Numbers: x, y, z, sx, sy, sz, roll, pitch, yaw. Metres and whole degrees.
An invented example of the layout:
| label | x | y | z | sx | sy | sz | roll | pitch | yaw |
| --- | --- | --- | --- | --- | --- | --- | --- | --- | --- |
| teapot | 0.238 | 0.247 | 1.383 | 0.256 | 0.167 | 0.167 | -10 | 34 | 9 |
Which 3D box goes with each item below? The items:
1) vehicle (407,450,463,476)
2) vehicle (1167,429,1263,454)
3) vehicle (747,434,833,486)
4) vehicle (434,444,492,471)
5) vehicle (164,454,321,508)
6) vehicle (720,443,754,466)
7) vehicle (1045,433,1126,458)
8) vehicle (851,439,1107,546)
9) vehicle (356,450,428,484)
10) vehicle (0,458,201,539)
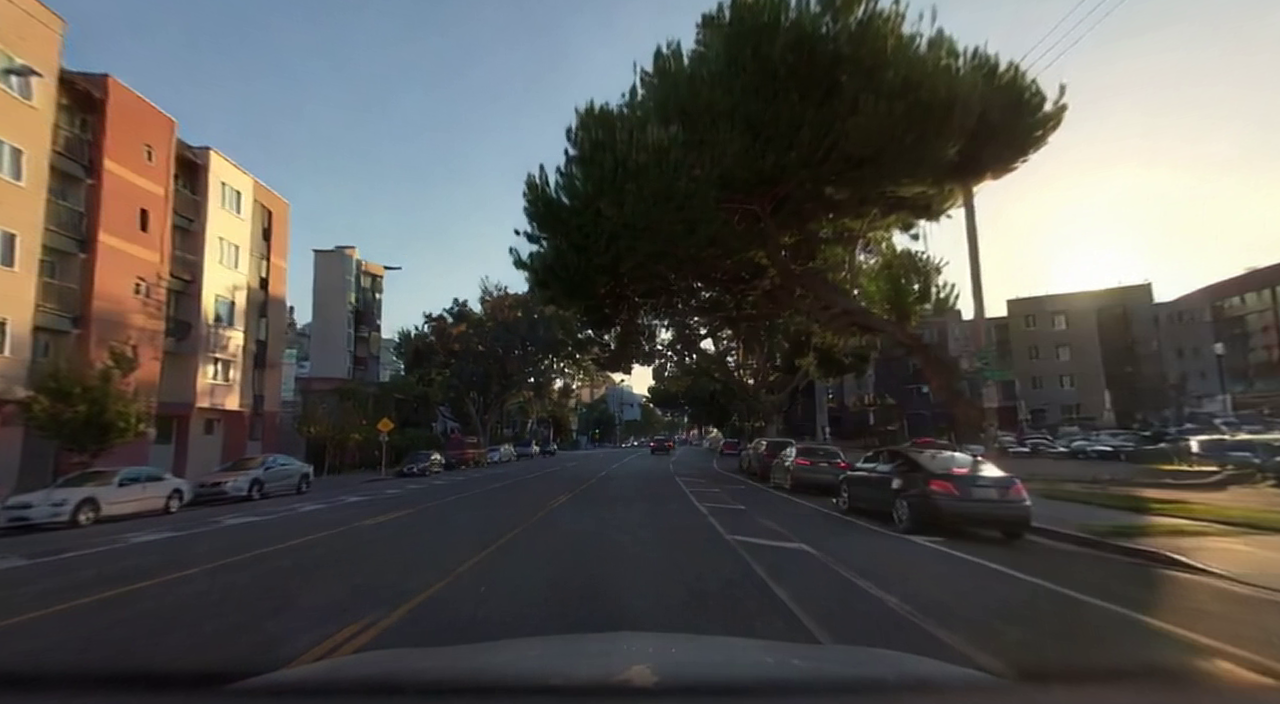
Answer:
| label | x | y | z | sx | sy | sz | roll | pitch | yaw |
| --- | --- | --- | --- | --- | --- | --- | --- | --- | --- |
| vehicle | -12.245 | 6.638 | 38.032 | 1.723 | 1.418 | 4.359 | 0 | -8 | 2 |
| vehicle | 36.708 | 5.754 | 40.490 | 1.780 | 1.479 | 4.556 | 0 | -8 | -1 |
| vehicle | 5.677 | 4.167 | 24.774 | 2.102 | 1.781 | 5.470 | 0 | -8 | 1 |
| vehicle | -12.351 | 7.373 | 44.560 | 2.290 | 1.799 | 5.801 | 0 | -8 | 2 |
| vehicle | -12.579 | 4.083 | 20.440 | 1.889 | 1.461 | 4.608 | 0 | -8 | 3 |
| vehicle | 6.773 | 7.192 | 44.602 | 1.947 | 1.487 | 4.549 | 0 | -8 | 3 |
| vehicle | 28.499 | 6.009 | 40.597 | 1.790 | 1.460 | 4.515 | 0 | -8 | -2 |
| vehicle | 5.459 | 2.282 | 10.998 | 2.085 | 1.466 | 4.276 | 0 | -8 | 0 |
| vehicle | -12.218 | 5.656 | 31.384 | 1.926 | 1.499 | 3.869 | 0 | -8 | 1 |
| vehicle | -12.680 | 3.193 | 14.458 | 1.779 | 1.433 | 4.633 | 0 | -8 | 2 |
